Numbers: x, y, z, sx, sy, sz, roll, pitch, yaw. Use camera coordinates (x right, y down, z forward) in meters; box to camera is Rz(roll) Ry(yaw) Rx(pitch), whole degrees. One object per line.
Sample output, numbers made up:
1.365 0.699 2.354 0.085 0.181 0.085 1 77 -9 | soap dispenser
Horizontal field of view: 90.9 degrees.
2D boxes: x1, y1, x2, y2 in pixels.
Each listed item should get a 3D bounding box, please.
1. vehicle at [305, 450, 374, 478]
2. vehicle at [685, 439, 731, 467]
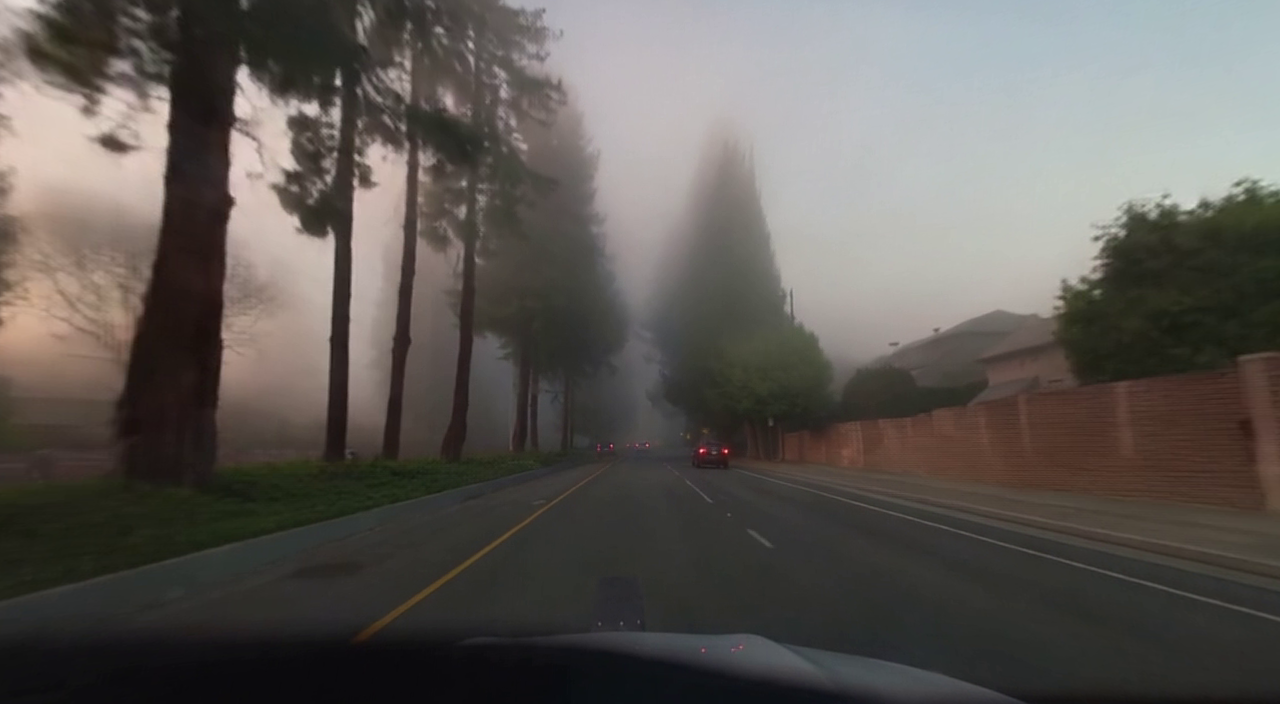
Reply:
-21.065 7.853 44.398 2.238 1.778 5.115 0 -8 1 | vehicle
4.075 6.139 38.503 2.237 1.578 4.621 0 -8 -1 | vehicle
